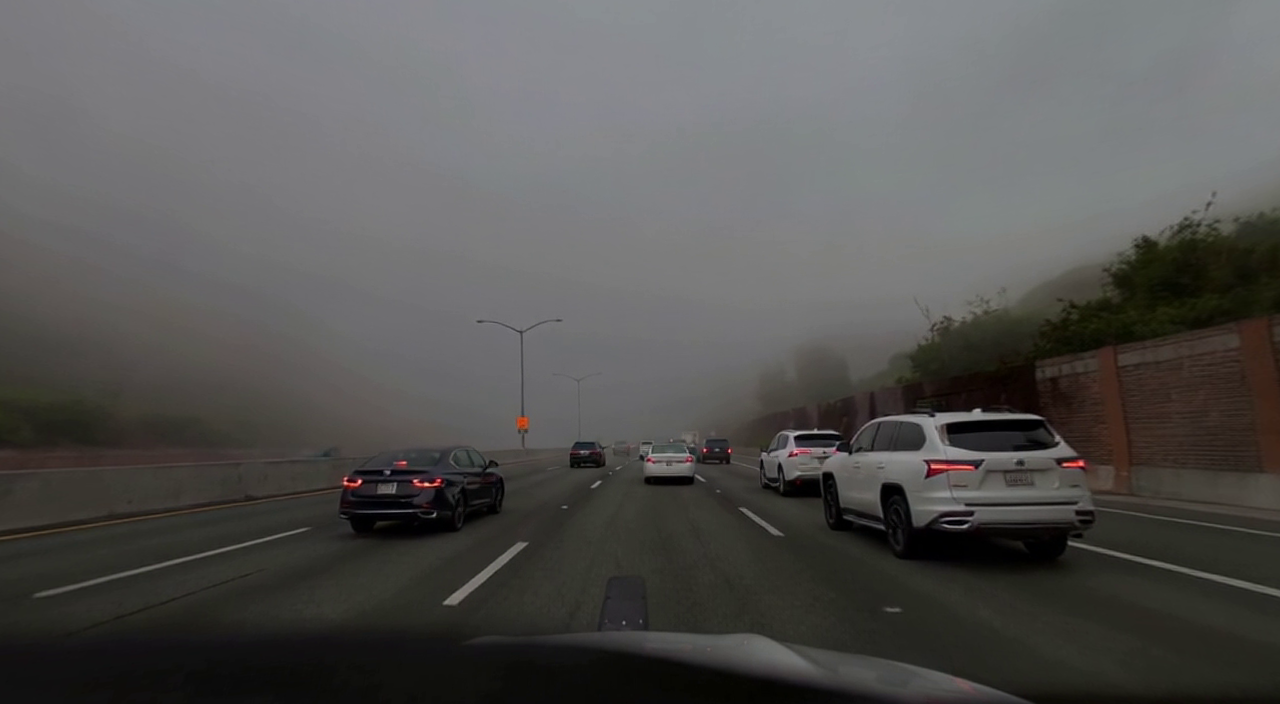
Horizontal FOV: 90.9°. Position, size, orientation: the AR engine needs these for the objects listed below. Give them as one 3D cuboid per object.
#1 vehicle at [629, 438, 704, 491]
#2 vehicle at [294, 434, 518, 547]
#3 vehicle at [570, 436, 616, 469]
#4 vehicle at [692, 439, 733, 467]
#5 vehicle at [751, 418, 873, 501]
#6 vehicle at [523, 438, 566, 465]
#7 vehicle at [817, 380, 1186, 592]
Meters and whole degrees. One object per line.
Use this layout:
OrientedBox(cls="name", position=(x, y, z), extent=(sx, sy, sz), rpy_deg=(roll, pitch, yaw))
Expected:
OrientedBox(cls="vehicle", position=(0.741, 3.437, 19.616), extent=(2.105, 1.471, 3.978), rpy_deg=(0, -8, 0))
OrientedBox(cls="vehicle", position=(-3.479, 2.121, 10.437), extent=(1.961, 1.456, 4.362), rpy_deg=(0, -8, 1))
OrientedBox(cls="vehicle", position=(-2.690, 5.930, 37.518), extent=(2.154, 1.793, 4.736), rpy_deg=(0, -8, 3))
OrientedBox(cls="vehicle", position=(4.097, 5.732, 36.035), extent=(1.855, 1.513, 3.915), rpy_deg=(0, -8, 0))
OrientedBox(cls="vehicle", position=(4.323, 2.771, 16.699), extent=(1.970, 1.872, 4.575), rpy_deg=(0, -8, 0))
OrientedBox(cls="vehicle", position=(-6.594, 6.947, 44.072), extent=(2.055, 1.751, 4.825), rpy_deg=(0, -8, 3))
OrientedBox(cls="vehicle", position=(3.748, 1.473, 7.707), extent=(1.930, 1.831, 4.344), rpy_deg=(0, -8, 1))
